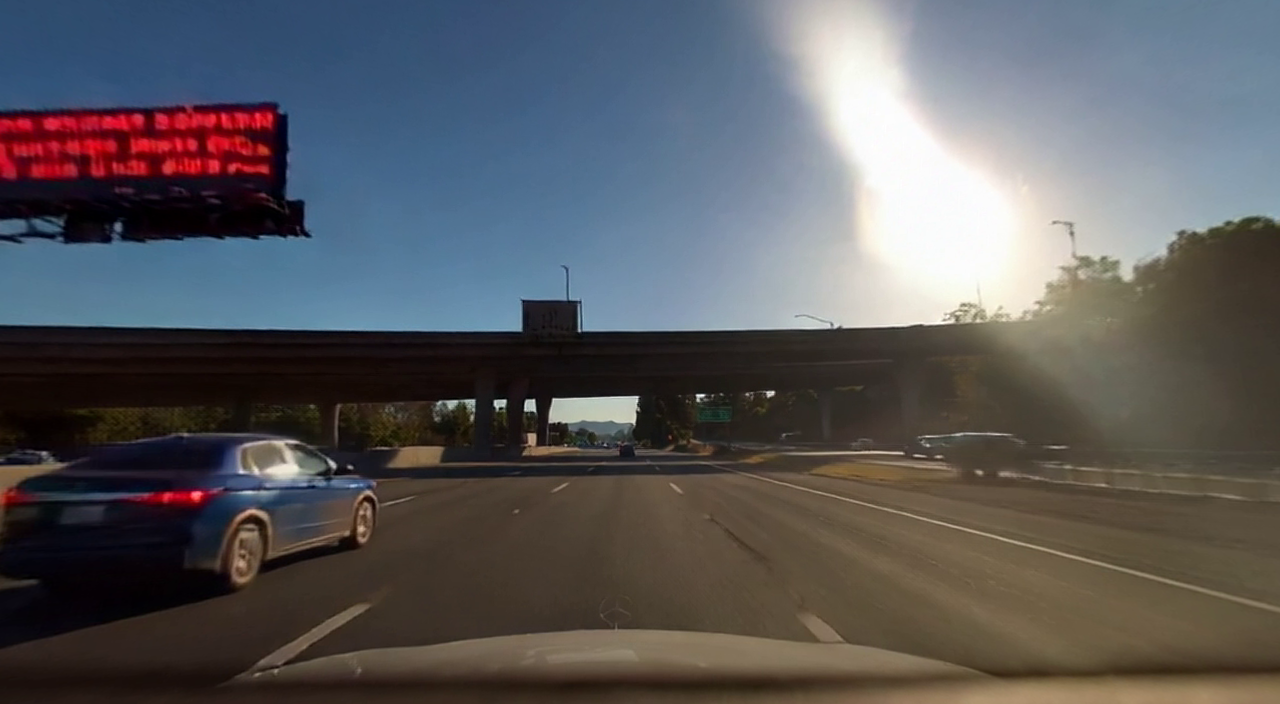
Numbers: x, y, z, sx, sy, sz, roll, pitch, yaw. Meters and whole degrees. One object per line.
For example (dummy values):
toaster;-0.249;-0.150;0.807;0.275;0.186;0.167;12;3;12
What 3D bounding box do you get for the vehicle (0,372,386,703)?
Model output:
vehicle;-4.287;1.314;5.663;2.102;1.727;4.704;0;-9;-1
